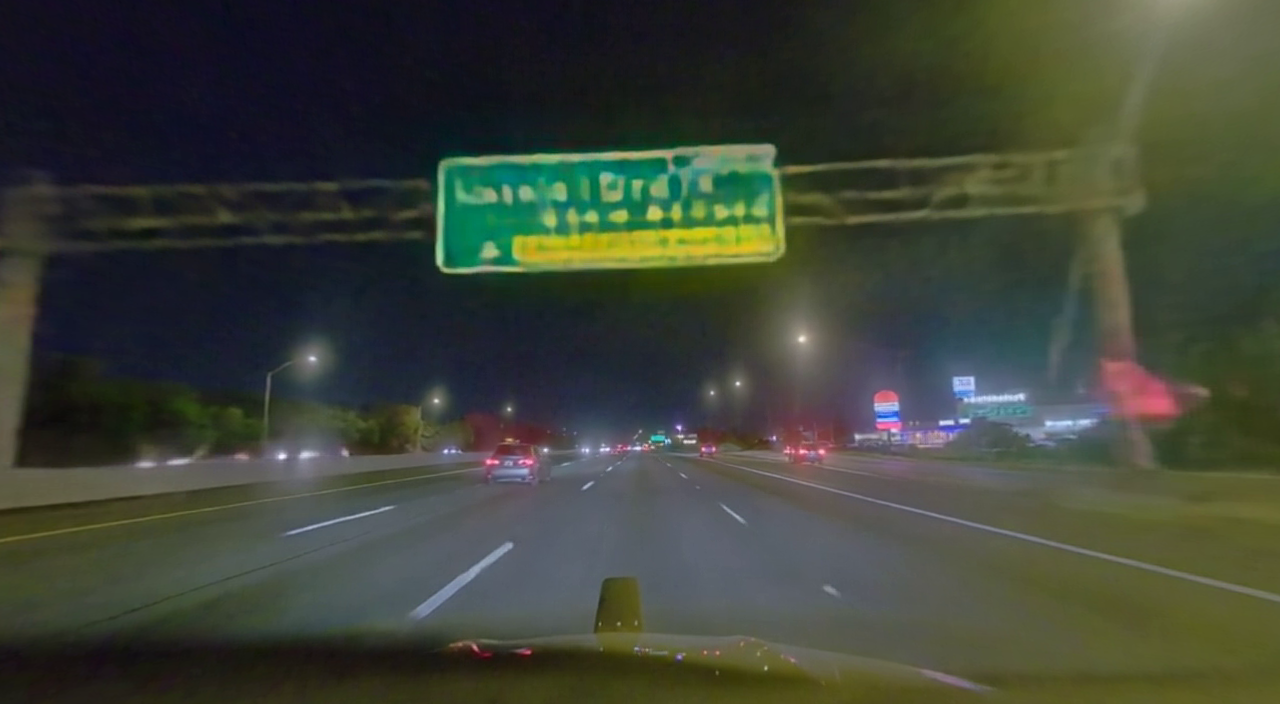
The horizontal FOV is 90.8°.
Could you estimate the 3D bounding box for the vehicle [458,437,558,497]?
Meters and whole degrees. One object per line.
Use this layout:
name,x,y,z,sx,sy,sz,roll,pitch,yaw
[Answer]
vehicle,-3.666,3.275,18.387,1.939,1.508,4.272,0,-8,1

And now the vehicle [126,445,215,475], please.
vehicle,-23.388,5.364,31.610,1.817,1.393,3.398,0,-8,0
